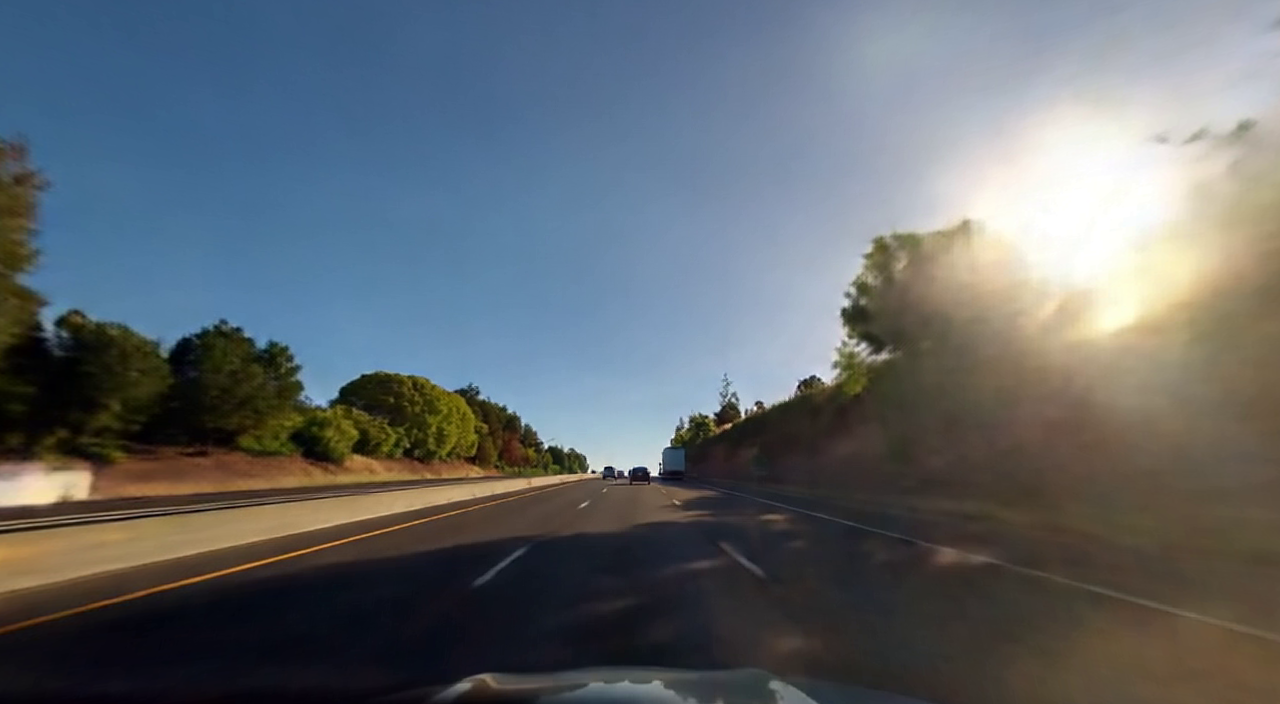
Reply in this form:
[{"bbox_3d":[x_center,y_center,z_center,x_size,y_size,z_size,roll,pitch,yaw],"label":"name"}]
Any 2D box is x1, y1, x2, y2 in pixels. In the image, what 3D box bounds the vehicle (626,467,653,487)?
[{"bbox_3d":[-0.059,9.696,49.009,2.015,1.478,3.920,1,-10,-1],"label":"vehicle"}]
